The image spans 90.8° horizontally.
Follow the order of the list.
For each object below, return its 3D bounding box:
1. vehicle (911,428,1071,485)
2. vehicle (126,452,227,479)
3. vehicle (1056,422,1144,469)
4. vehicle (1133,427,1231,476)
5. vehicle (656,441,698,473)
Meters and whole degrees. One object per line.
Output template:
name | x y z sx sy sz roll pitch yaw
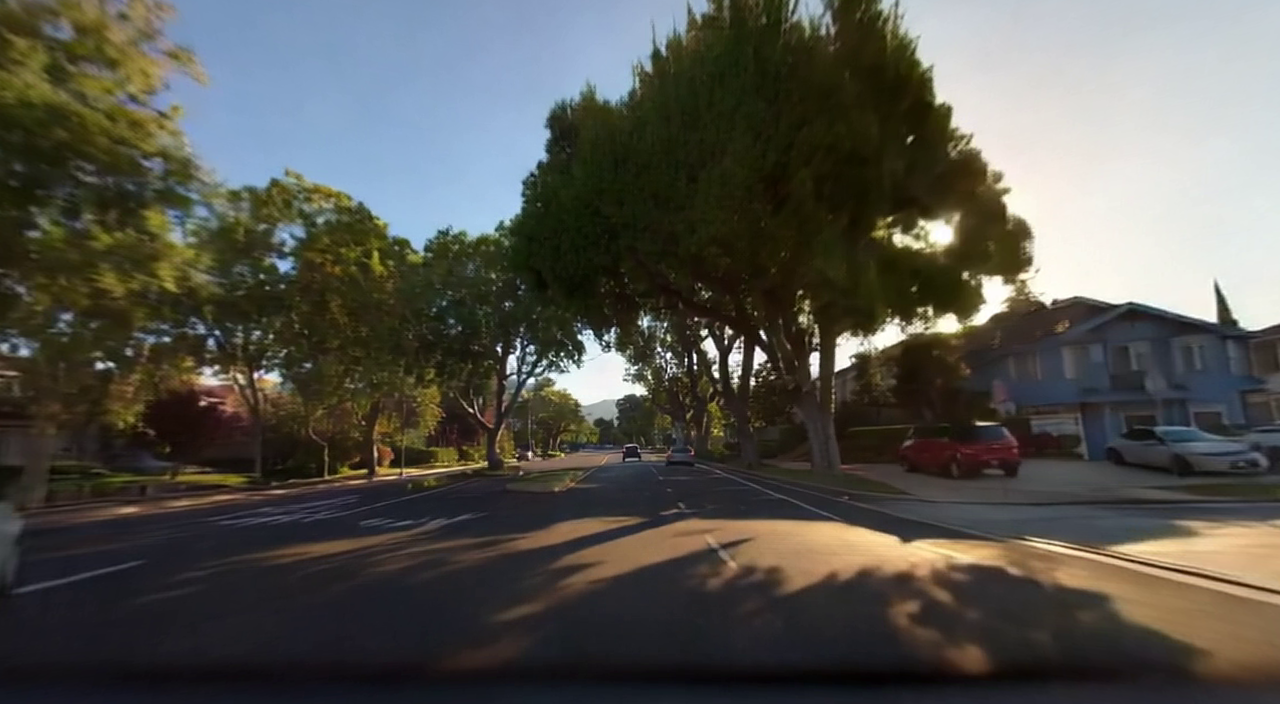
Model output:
vehicle | 10.670 3.183 19.471 1.903 1.569 3.751 5 -10 -33
vehicle | -28.302 6.929 38.795 4.796 1.478 1.947 5 -10 -32
vehicle | 18.379 3.712 25.181 2.043 1.691 4.436 -8 -12 44
vehicle | 18.312 3.322 21.272 2.106 1.460 4.389 -8 -12 43
vehicle | 2.005 5.796 35.098 2.003 1.614 4.072 0 -8 -1
